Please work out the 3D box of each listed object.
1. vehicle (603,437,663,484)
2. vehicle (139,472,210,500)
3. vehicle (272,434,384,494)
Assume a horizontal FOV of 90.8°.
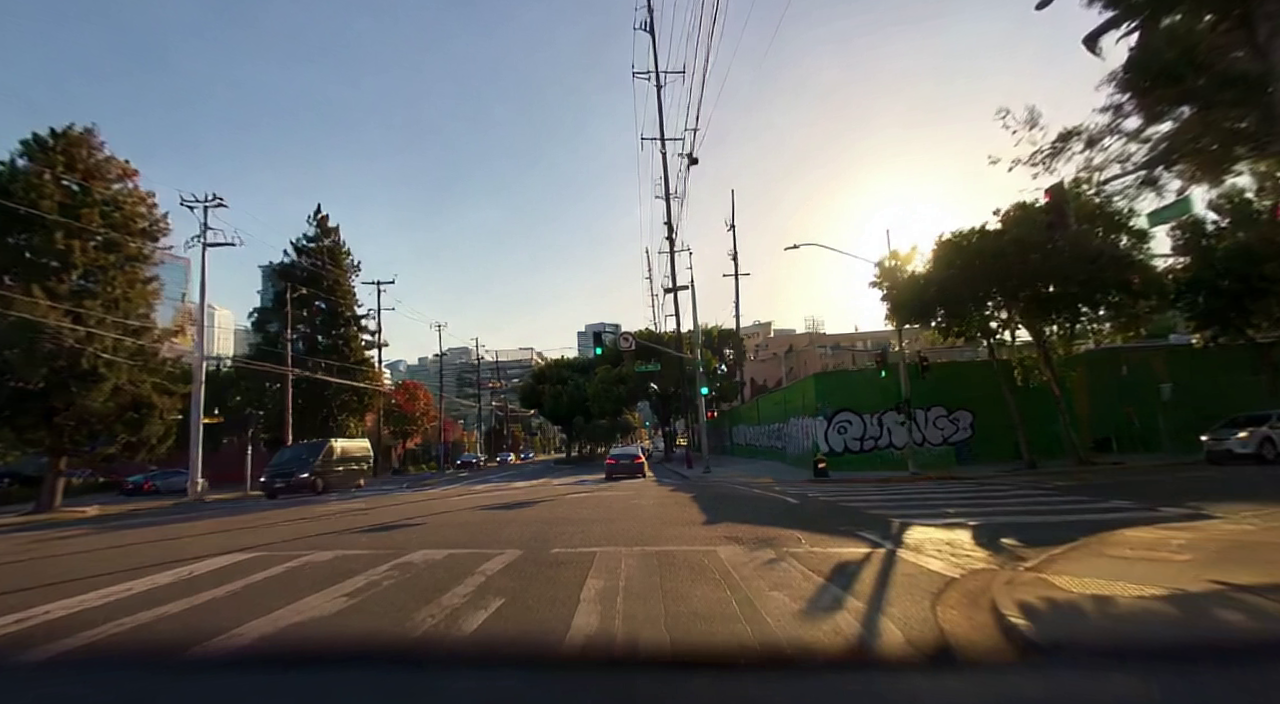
[{"bbox_3d":[-0.276,4.091,24.117,2.105,1.611,3.750,0,-8,-1],"label":"vehicle"},{"bbox_3d":[-29.877,8.592,40.695,1.627,1.383,3.731,-5,-8,4],"label":"vehicle"},{"bbox_3d":[-15.765,5.650,32.556,2.356,2.730,6.606,0,-8,0],"label":"vehicle"}]
